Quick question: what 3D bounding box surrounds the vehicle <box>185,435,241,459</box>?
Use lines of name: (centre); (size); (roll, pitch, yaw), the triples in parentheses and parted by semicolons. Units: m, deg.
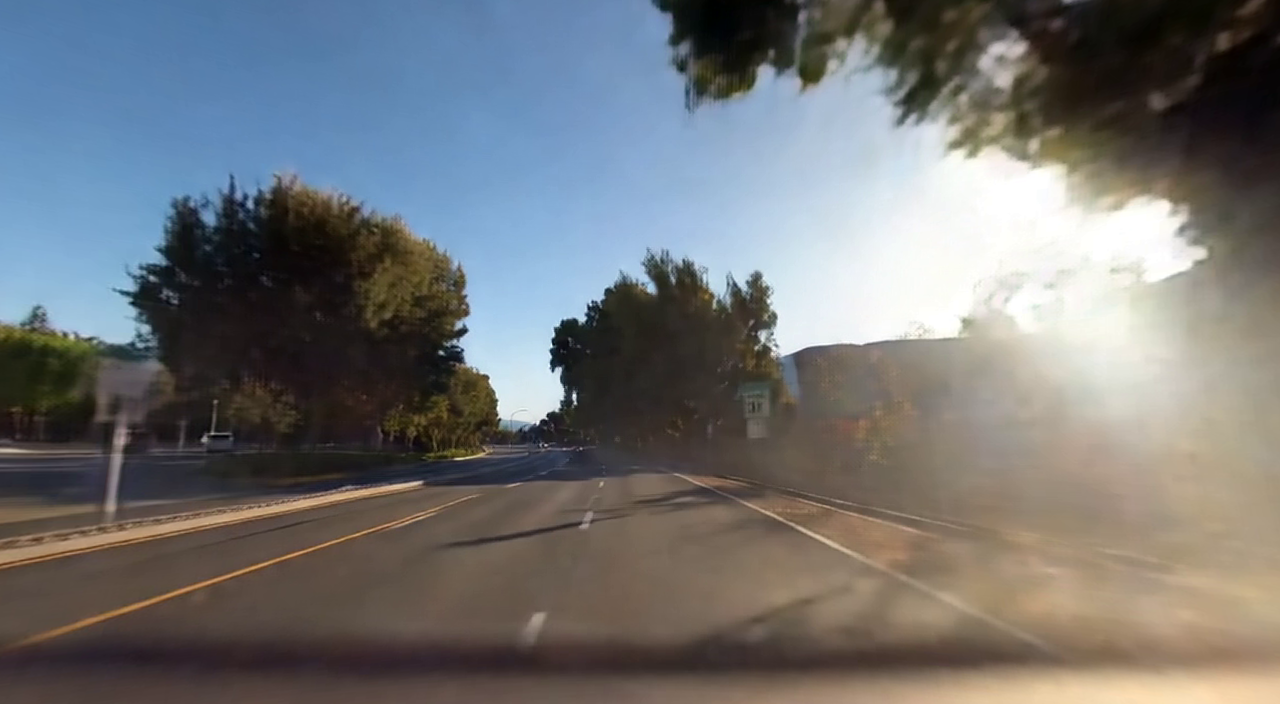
vehicle: (-28.565, 6.375, 41.873); (3.733, 1.499, 1.704); (-6, -10, 34)
